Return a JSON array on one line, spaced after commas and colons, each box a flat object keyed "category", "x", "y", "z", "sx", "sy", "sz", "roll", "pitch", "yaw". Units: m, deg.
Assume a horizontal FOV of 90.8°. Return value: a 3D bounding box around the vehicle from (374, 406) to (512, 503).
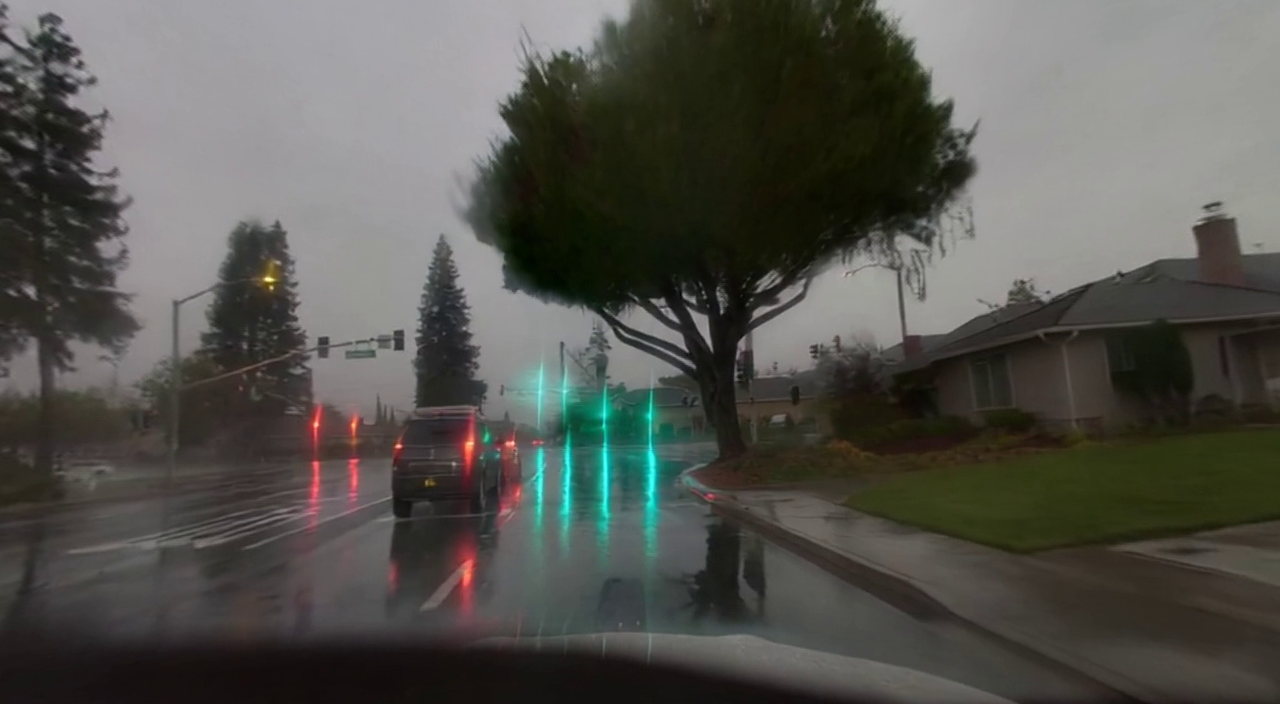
[{"category": "vehicle", "x": -4.241, "y": 2.299, "z": 14.475, "sx": 2.041, "sy": 1.834, "sz": 4.679, "roll": 1, "pitch": -8, "yaw": -6}]
